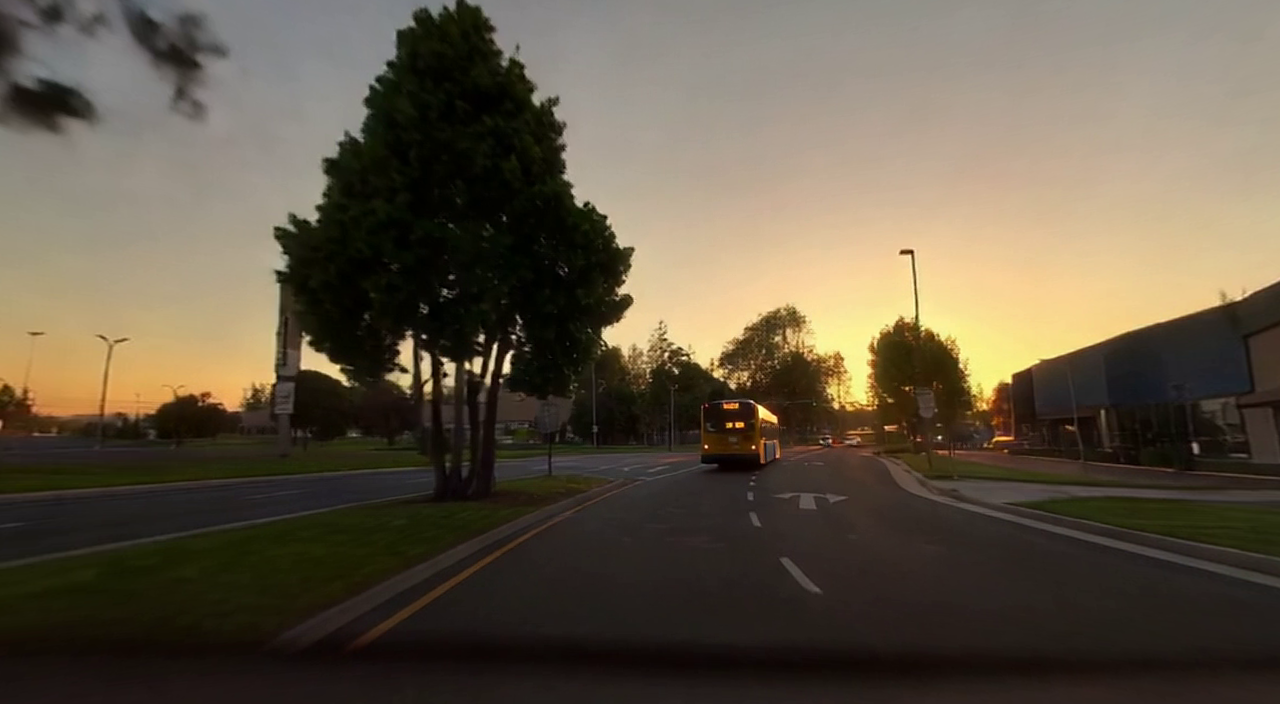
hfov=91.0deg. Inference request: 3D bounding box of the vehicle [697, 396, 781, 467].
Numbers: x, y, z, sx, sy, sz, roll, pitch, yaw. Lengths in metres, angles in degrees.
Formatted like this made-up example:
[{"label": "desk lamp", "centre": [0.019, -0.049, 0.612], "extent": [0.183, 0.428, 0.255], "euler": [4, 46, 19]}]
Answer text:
[{"label": "vehicle", "centre": [6.026, 4.696, 36.317], "extent": [3.031, 3.429, 11.005], "euler": [-3, -9, 18]}]
